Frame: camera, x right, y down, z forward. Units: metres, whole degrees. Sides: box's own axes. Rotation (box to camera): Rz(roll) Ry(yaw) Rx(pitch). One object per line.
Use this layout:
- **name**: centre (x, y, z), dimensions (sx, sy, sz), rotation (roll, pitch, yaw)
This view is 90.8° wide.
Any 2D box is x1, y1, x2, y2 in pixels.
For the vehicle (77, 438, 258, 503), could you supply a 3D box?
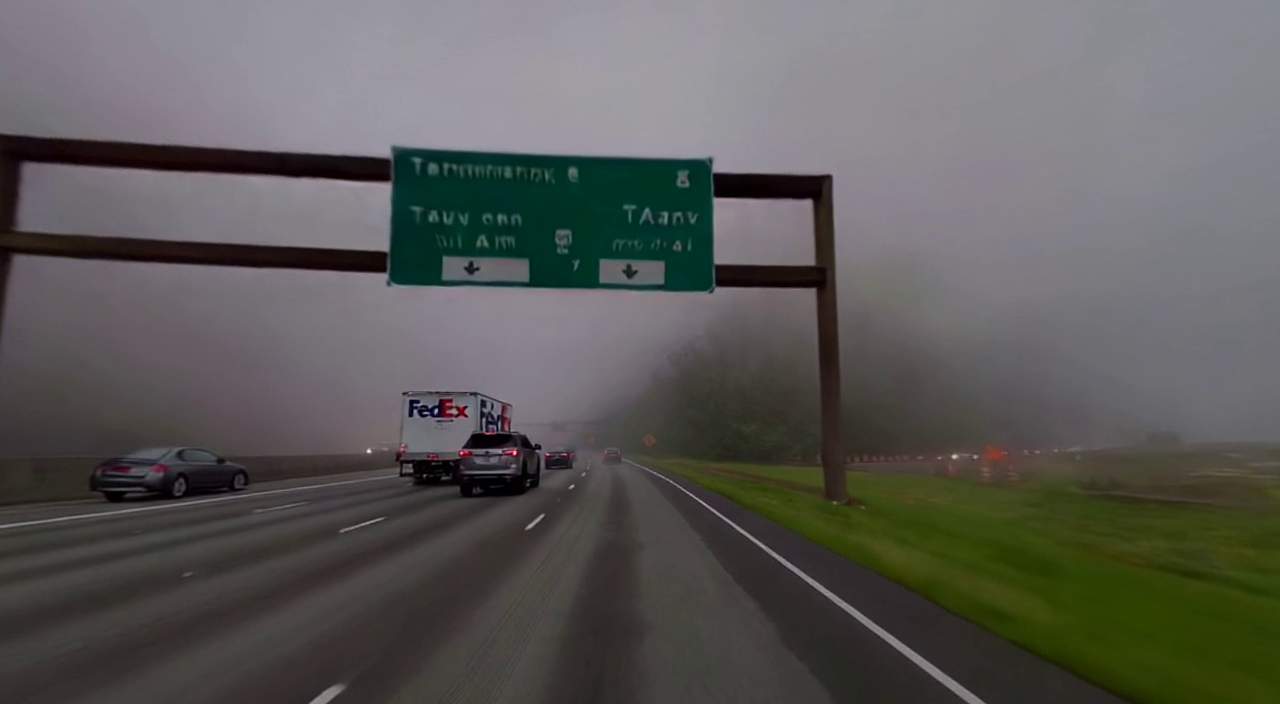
- **vehicle**: centre (-13.732, 3.449, 18.803), dimensions (2.018, 1.668, 4.409), rotation (0, -9, -1)

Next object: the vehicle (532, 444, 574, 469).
- **vehicle**: centre (-5.413, 6.579, 39.923), dimensions (2.192, 1.478, 4.591), rotation (0, -9, -3)

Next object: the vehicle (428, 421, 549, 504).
- **vehicle**: centre (-3.854, 2.923, 17.058), dimensions (2.170, 1.886, 4.628), rotation (0, -9, -1)

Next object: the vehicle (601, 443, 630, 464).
- **vehicle**: centre (-1.886, 7.656, 47.705), dimensions (2.043, 1.489, 3.839), rotation (1, -9, -4)
